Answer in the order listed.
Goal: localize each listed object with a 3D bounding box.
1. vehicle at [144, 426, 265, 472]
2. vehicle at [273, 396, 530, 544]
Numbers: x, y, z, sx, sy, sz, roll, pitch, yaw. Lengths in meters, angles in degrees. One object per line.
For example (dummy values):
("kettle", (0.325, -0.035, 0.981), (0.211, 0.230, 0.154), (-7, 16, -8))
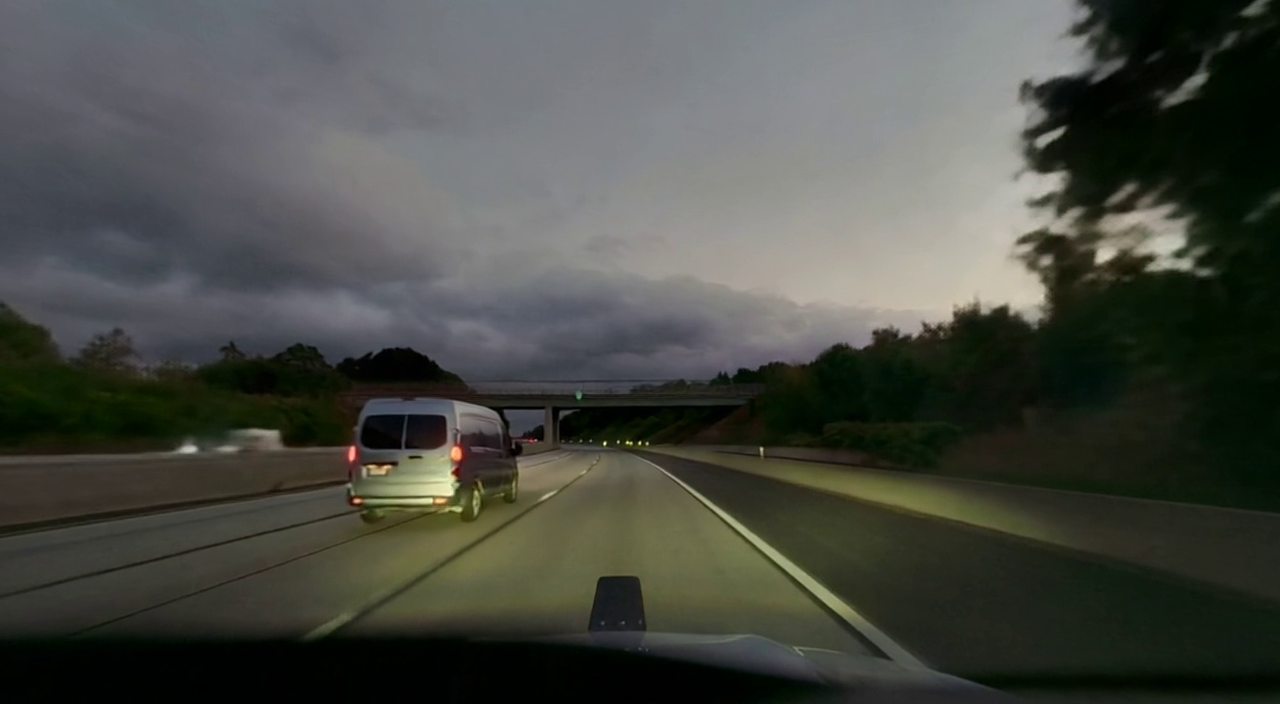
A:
("vehicle", (-20.867, 4.682, 30.517), (2.128, 2.021, 5.330), (0, -8, -1))
("vehicle", (-3.507, 1.882, 10.683), (2.372, 1.891, 5.061), (0, -8, 0))
